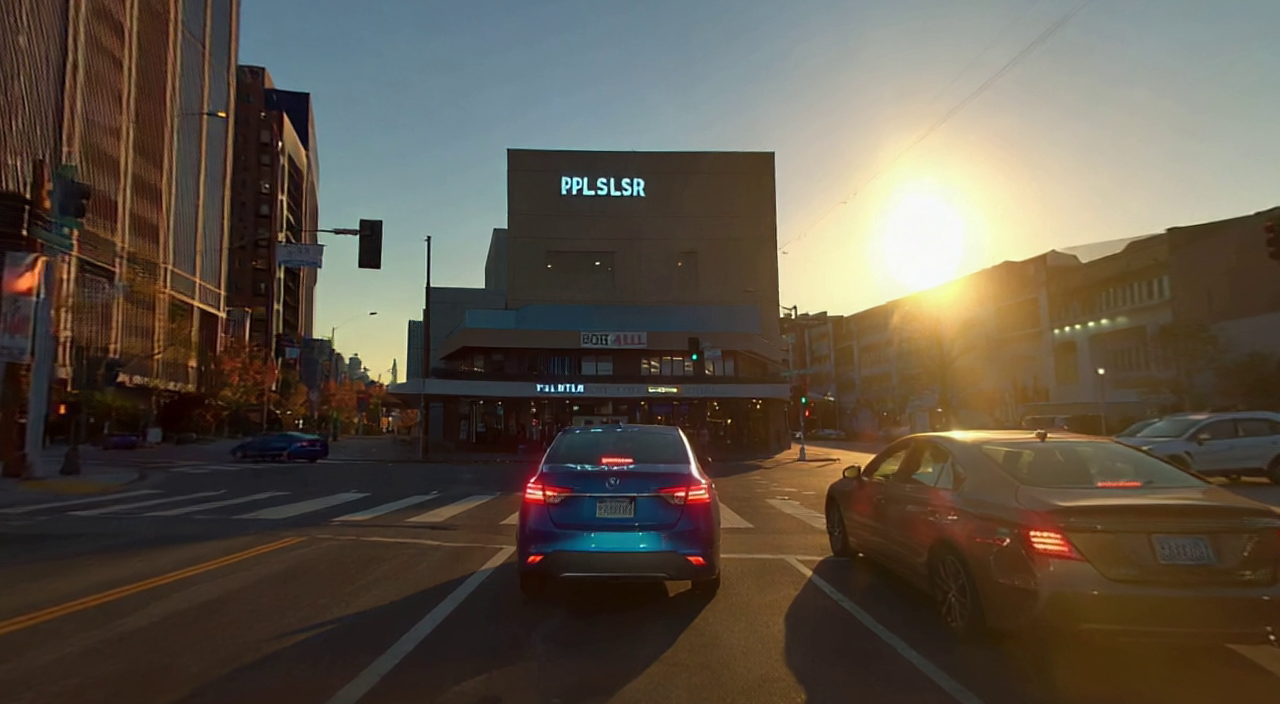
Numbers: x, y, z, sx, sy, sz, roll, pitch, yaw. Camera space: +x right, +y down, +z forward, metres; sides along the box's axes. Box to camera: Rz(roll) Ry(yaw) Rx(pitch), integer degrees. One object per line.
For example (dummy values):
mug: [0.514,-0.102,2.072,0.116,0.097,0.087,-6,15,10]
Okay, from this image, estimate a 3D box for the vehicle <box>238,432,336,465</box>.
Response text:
vehicle: [-19.974,5.462,35.775,5.003,1.799,2.066,-4,-9,22]

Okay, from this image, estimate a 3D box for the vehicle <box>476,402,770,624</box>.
vehicle: [-0.141,1.516,7.008,2.123,1.589,4.702,0,-8,0]

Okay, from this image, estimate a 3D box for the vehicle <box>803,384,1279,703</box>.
vehicle: [3.034,1.309,5.447,1.983,1.654,4.354,0,-8,-2]
